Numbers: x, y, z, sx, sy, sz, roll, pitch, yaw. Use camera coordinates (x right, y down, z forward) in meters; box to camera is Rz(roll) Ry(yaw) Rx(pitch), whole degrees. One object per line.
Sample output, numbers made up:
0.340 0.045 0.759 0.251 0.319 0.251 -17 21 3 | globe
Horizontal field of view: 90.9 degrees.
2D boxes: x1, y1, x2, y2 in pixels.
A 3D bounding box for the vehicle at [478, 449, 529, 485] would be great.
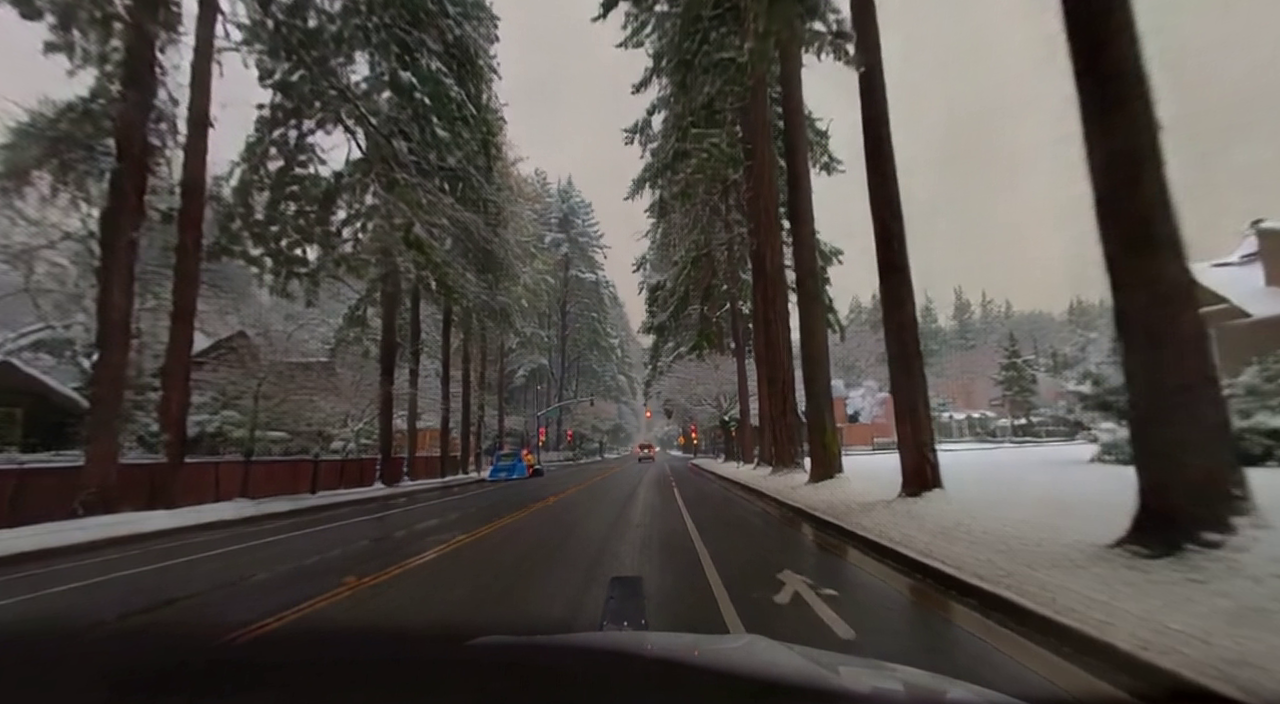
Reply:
-8.312 6.985 38.699 1.998 1.814 4.559 -4 -7 1 | vehicle
